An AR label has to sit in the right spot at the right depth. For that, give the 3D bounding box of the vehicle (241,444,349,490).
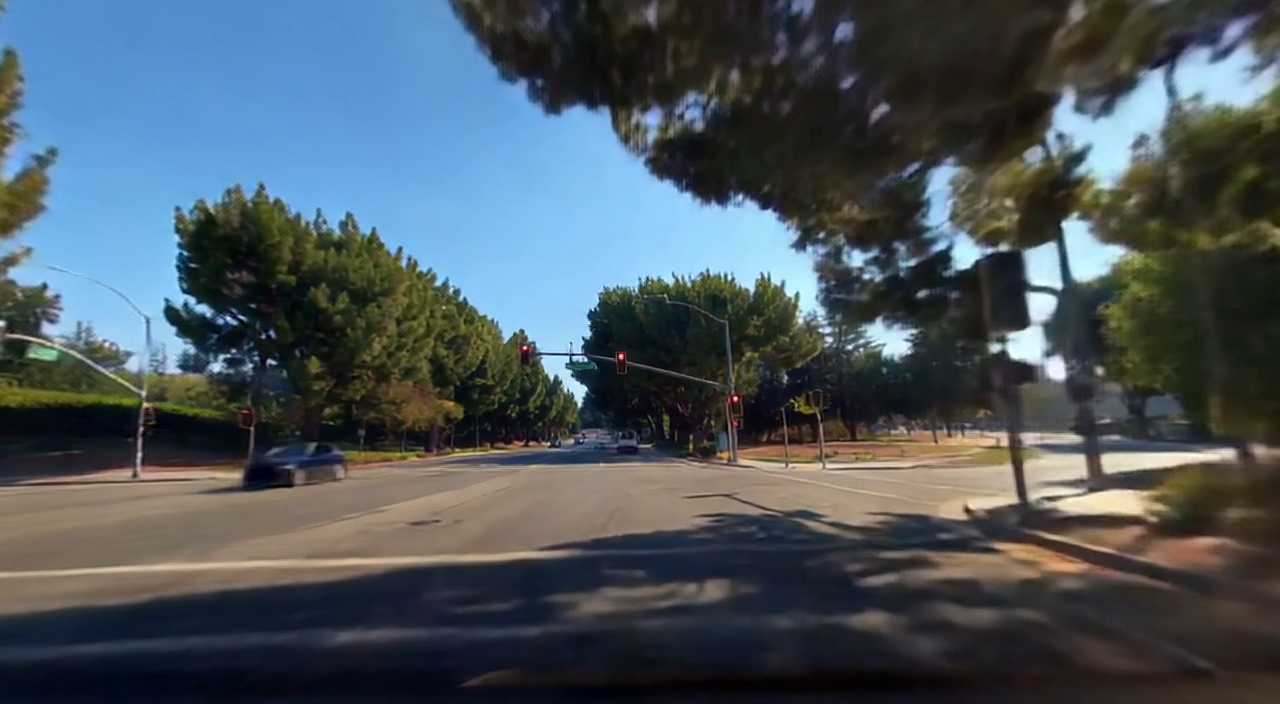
[{"bbox_3d":[-12.955,4.305,24.006,1.877,1.600,3.952,0,-8,0],"label":"vehicle"}]
